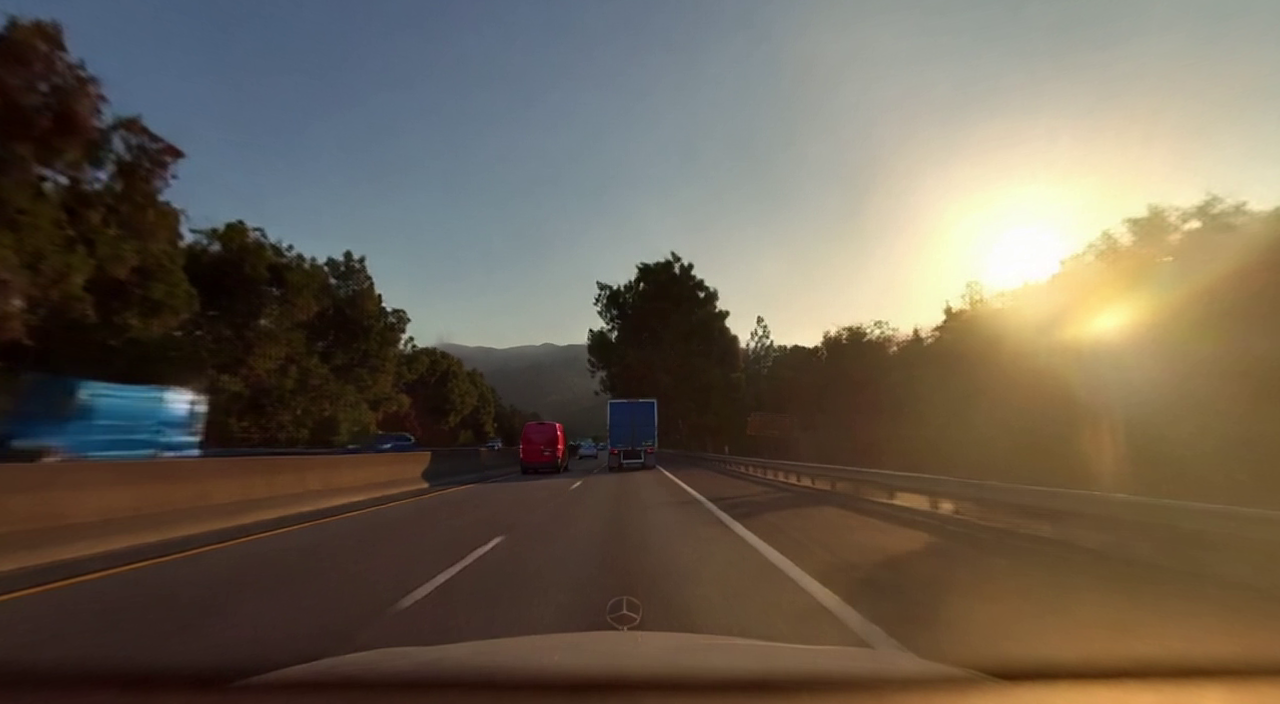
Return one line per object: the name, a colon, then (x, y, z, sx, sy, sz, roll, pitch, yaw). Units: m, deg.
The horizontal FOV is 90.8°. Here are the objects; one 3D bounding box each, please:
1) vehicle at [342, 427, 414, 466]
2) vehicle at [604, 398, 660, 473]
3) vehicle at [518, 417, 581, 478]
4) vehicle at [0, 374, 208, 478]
vehicle: (-13.472, 4.915, 32.729, 1.872, 1.826, 4.350, 0, -9, 0)
vehicle: (-0.451, 5.319, 39.316, 2.995, 4.036, 10.311, 0, -9, 0)
vehicle: (-4.500, 4.937, 32.497, 2.357, 2.786, 6.144, 0, -9, -1)
vehicle: (-17.713, 2.551, 20.908, 2.450, 2.949, 5.978, 0, -9, 0)
